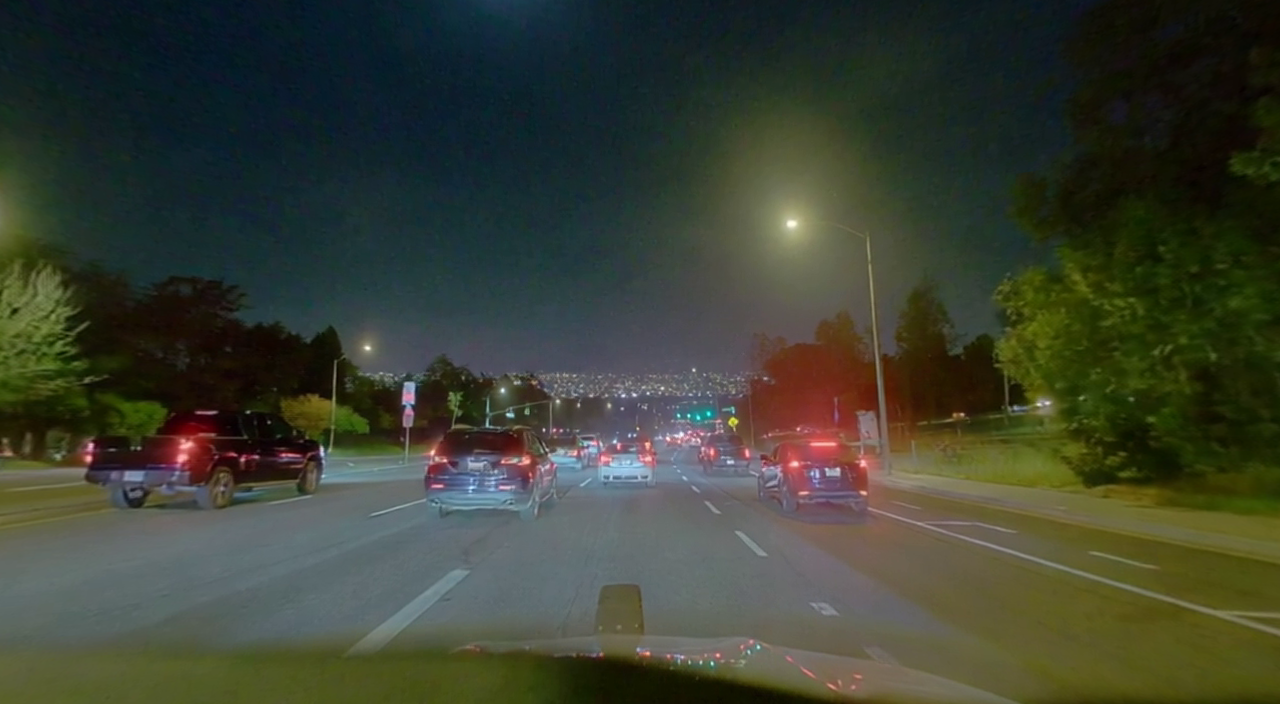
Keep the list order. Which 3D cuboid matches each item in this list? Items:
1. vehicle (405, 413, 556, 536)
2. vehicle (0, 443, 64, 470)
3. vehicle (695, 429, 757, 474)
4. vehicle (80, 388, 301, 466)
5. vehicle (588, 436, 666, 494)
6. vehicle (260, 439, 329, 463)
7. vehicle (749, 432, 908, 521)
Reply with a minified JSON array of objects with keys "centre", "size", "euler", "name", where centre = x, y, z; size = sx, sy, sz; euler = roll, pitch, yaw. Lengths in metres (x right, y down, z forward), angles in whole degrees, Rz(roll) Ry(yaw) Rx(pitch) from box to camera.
[{"centre":[-2.650,2.159,11.851],"size":[2.111,1.745,5.274],"euler":[1,-9,-7],"name":"vehicle"},{"centre":[-38.778,6.489,39.121],"size":[4.458,1.485,1.973],"euler":[-3,-10,5],"name":"vehicle"},{"centre":[3.735,4.427,28.282],"size":[2.099,1.845,4.363],"euler":[0,-9,-1],"name":"vehicle"},{"centre":[-27.973,5.079,41.046],"size":[3.181,4.189,14.107],"euler":[-1,-9,4],"name":"vehicle"},{"centre":[-0.348,3.258,18.566],"size":[2.030,1.477,4.330],"euler":[0,-9,0],"name":"vehicle"},{"centre":[-23.245,6.700,42.769],"size":[1.865,1.493,4.712],"euler":[-1,-9,2],"name":"vehicle"},{"centre":[3.547,2.413,12.786],"size":[1.884,1.463,4.195],"euler":[0,-9,0],"name":"vehicle"}]
